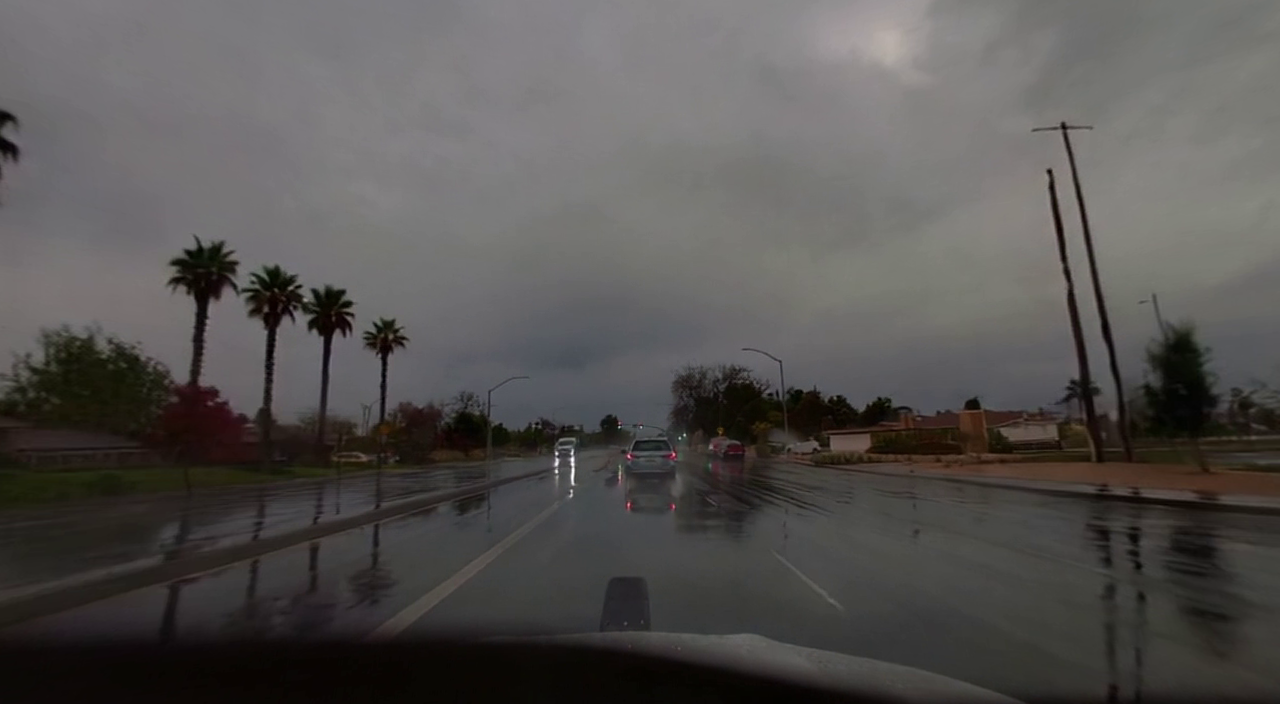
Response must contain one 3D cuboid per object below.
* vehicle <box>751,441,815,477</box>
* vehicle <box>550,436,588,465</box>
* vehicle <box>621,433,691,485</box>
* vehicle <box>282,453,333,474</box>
[{"bbox_3d":[6.442,4.860,28.925,1.897,1.477,4.360,0,-8,-1],"label":"vehicle"},{"bbox_3d":[-5.047,7.120,45.606,2.193,1.967,4.600,0,-8,1],"label":"vehicle"},{"bbox_3d":[0.484,3.794,22.628,2.289,1.679,4.180,0,-8,-1],"label":"vehicle"},{"bbox_3d":[-25.570,8.526,48.327,4.694,1.484,1.893,-8,-11,42],"label":"vehicle"}]
